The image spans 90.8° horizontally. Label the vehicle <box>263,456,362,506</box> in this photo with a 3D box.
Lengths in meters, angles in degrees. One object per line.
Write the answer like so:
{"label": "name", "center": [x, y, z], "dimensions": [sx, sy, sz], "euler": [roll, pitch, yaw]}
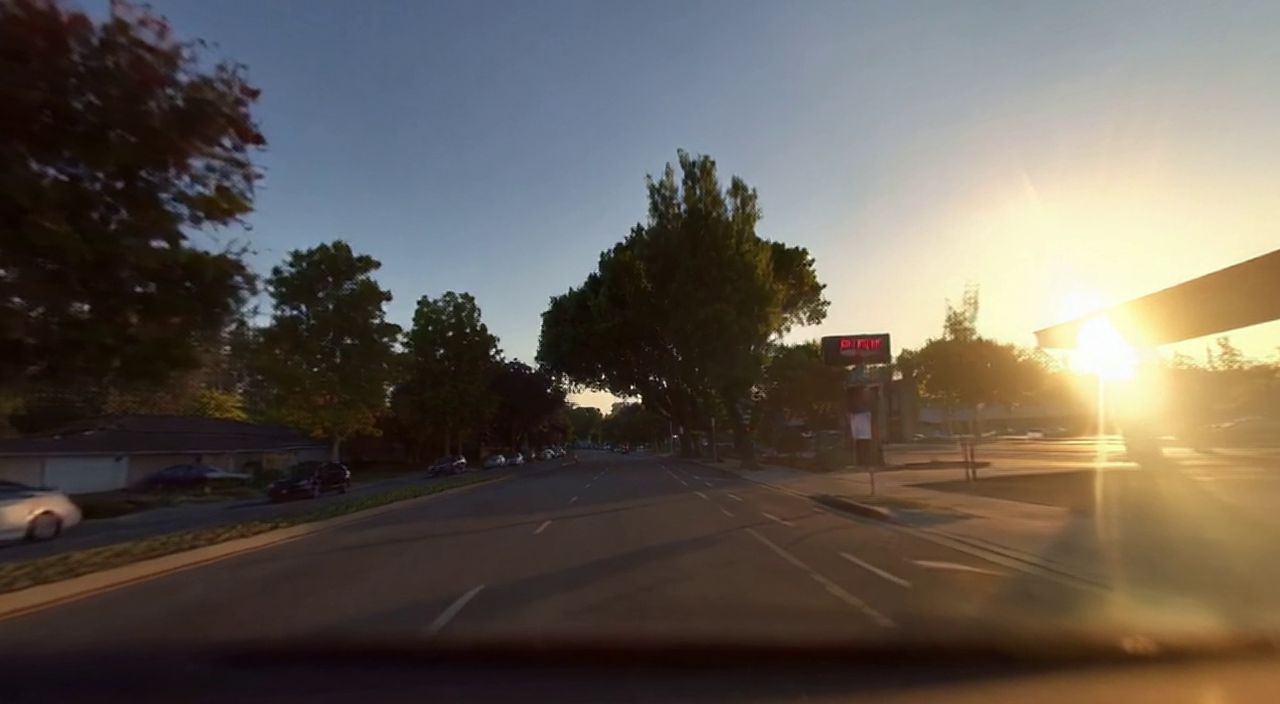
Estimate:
{"label": "vehicle", "center": [-12.752, 5.004, 24.873], "dimensions": [1.953, 1.558, 3.839], "euler": [-5, -9, -2]}

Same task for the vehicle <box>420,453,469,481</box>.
{"label": "vehicle", "center": [-12.871, 7.569, 41.810], "dimensions": [1.986, 1.488, 4.330], "euler": [-4, -8, -2]}

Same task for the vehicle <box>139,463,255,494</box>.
{"label": "vehicle", "center": [-23.576, 6.746, 33.770], "dimensions": [4.718, 1.500, 1.943], "euler": [0, -9, 0]}
